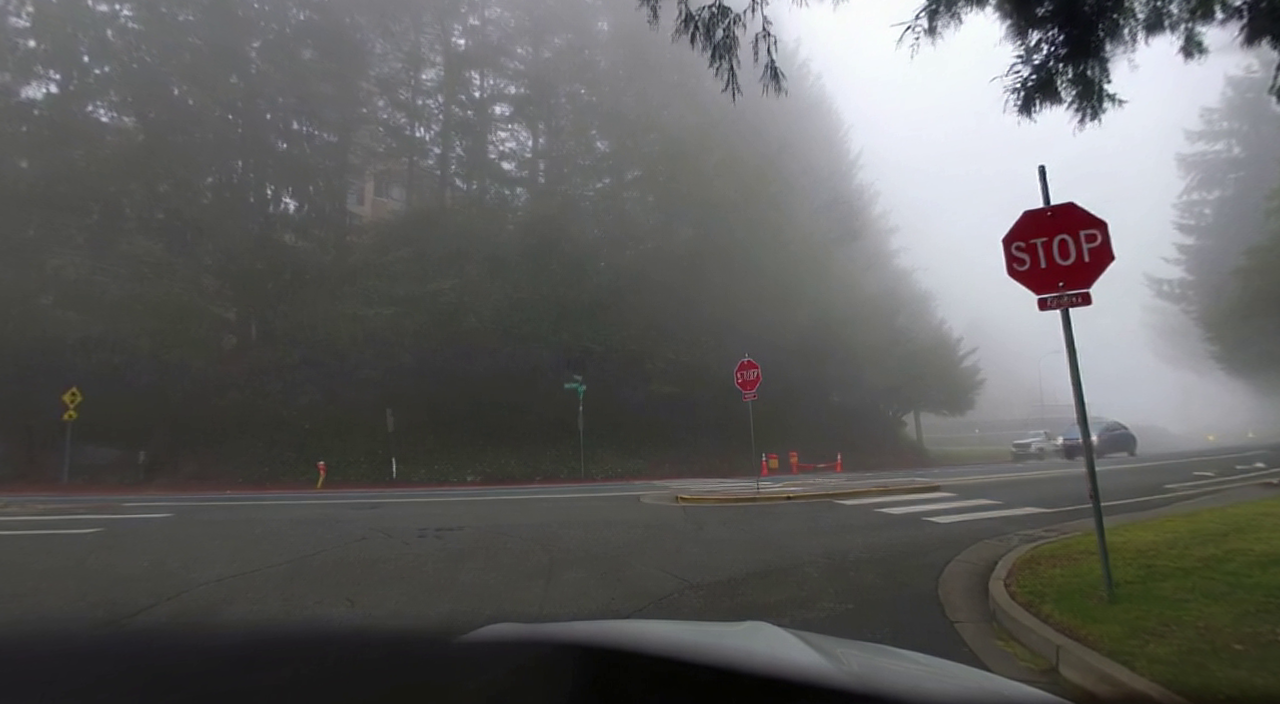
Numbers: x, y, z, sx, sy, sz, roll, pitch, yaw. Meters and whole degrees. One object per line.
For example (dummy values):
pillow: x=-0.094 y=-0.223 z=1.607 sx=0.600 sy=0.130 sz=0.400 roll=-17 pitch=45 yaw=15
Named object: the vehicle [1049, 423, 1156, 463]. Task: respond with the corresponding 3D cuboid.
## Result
vehicle: x=18.574 y=3.656 z=25.271 sx=4.473 sy=1.474 sz=2.108 roll=6 pitch=-10 yaw=-36
